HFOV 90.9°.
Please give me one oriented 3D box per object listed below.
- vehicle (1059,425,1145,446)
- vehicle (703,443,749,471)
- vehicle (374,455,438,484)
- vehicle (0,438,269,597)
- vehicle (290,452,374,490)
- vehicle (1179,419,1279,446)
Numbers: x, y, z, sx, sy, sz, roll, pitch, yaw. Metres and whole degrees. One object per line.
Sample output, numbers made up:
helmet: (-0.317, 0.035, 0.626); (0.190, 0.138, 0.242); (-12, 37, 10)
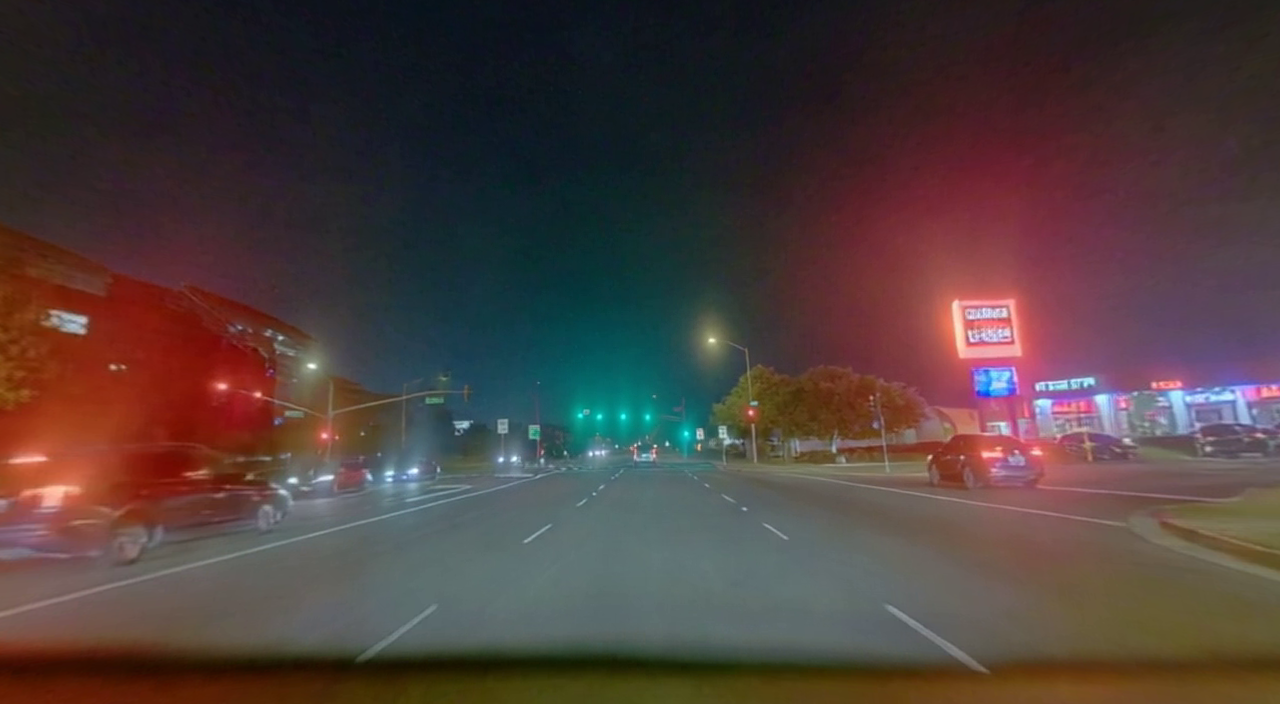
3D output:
vehicle: (33.223, 6.051, 45.433); (4.540, 1.446, 1.919); (-1, -8, 5)
vehicle: (4.655, 5.752, 34.766); (1.913, 1.463, 4.198); (0, -8, -1)
vehicle: (-13.158, 6.591, 35.723); (1.847, 1.424, 4.521); (-1, -8, 1)
vehicle: (-7.899, 2.110, 9.118); (2.231, 1.650, 5.052); (0, -8, -4)
vehicle: (-16.653, 6.423, 34.428); (2.072, 1.862, 4.948); (0, -8, 0)
vehicle: (33.814, 4.687, 36.344); (1.753, 1.399, 4.538); (-1, -8, 5)
